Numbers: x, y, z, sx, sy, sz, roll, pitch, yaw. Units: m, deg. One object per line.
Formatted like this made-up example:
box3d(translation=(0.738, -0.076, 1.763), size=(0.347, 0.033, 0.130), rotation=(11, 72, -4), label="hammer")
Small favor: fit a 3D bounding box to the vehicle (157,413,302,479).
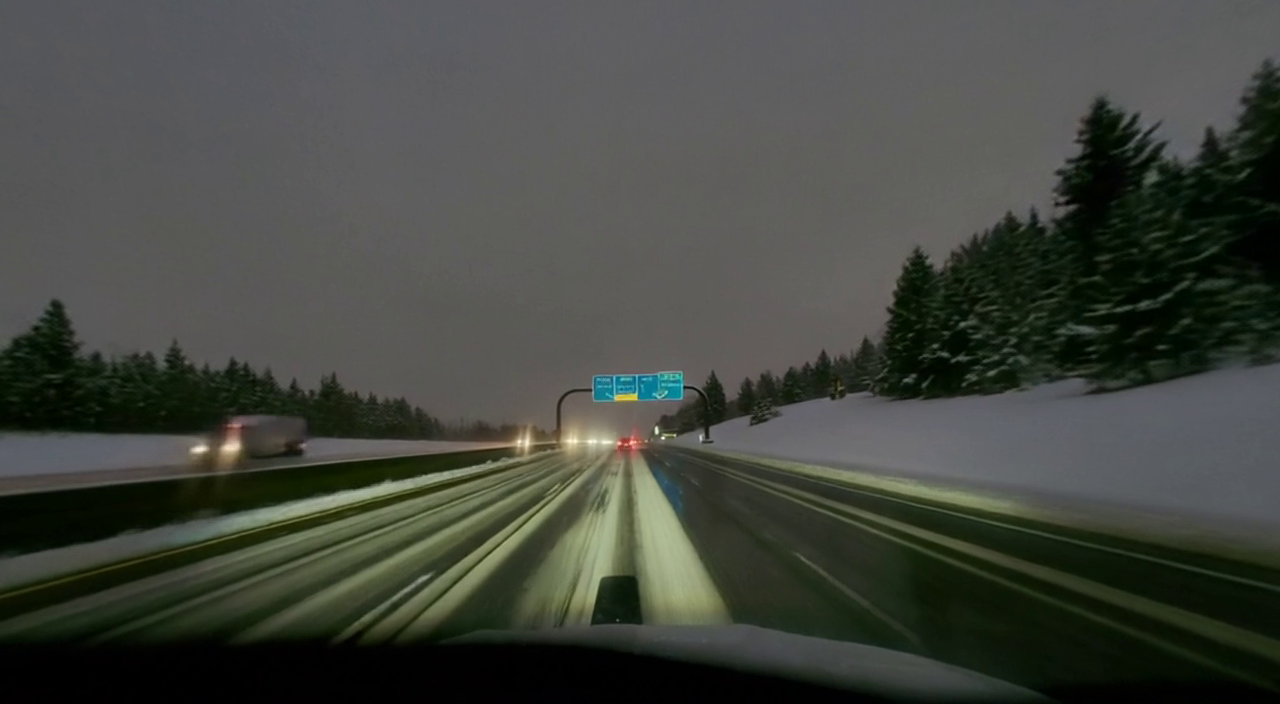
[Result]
box3d(translation=(-17.734, 4.081, 27.754), size=(2.364, 2.534, 5.997), rotation=(0, -8, -1), label="vehicle")
